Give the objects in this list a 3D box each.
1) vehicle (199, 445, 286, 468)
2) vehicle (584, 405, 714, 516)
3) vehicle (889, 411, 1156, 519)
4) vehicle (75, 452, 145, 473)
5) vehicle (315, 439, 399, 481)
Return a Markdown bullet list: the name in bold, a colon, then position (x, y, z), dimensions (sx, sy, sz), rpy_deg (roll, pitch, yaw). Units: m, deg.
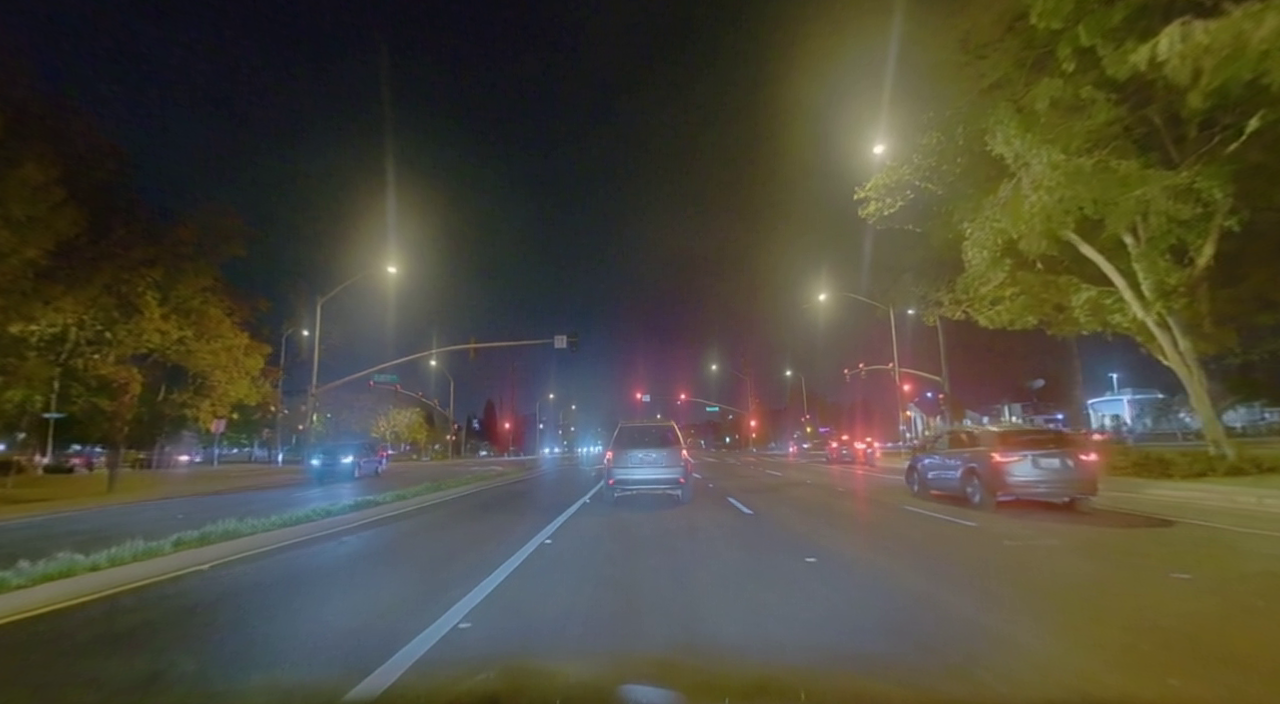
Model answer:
- **vehicle**: position (-29.993, 7.891, 47.831), dimensions (5.244, 1.715, 1.950), rpy_deg (0, -9, 1)
- **vehicle**: position (0.199, 2.266, 13.554), dimensions (2.267, 1.926, 4.708), rpy_deg (0, -9, 1)
- **vehicle**: position (7.026, 2.147, 12.411), dimensions (2.447, 1.707, 4.396), rpy_deg (0, -9, 0)
- **vehicle**: position (-39.859, 8.306, 47.638), dimensions (3.386, 1.456, 2.024), rpy_deg (0, -9, 0)
- **vehicle**: position (-12.209, 4.664, 27.659), dimensions (2.209, 1.627, 4.582), rpy_deg (1, -9, -10)
